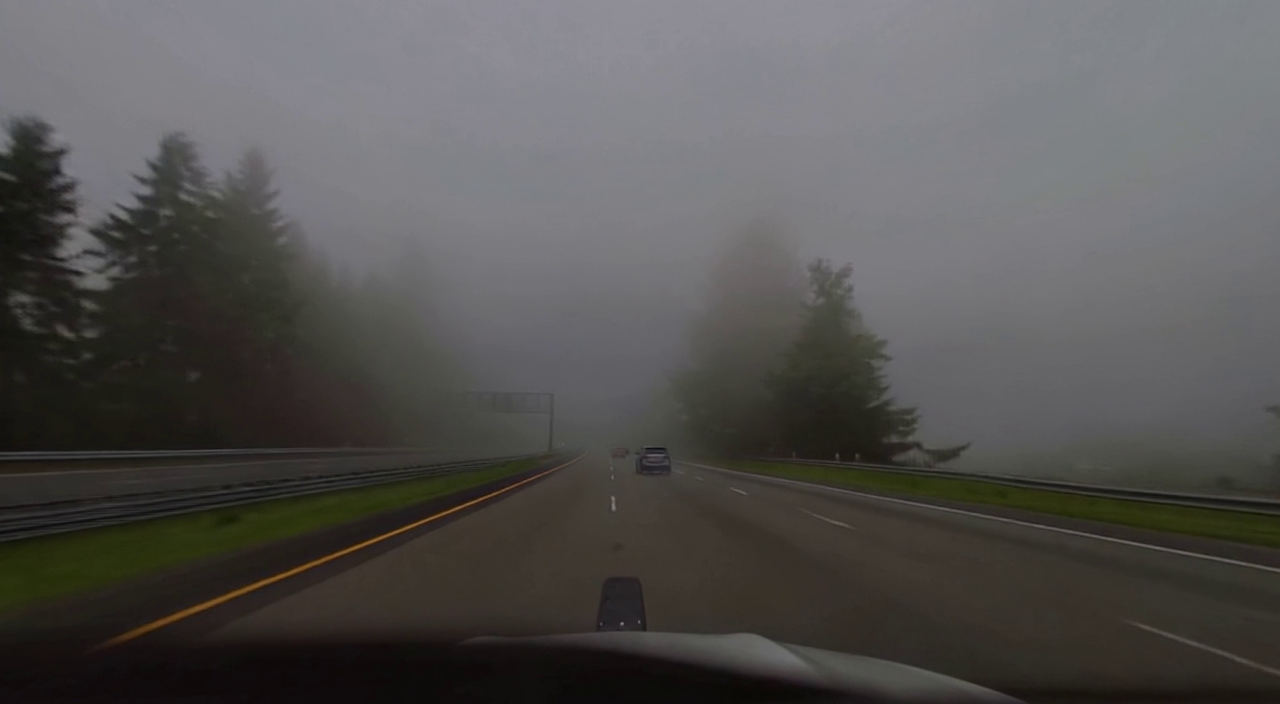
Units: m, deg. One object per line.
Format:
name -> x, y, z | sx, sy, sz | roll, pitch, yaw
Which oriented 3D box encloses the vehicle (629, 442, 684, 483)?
vehicle -> 0.620, 4.645, 26.792 | 2.011, 1.590, 3.607 | 0, -9, -4
